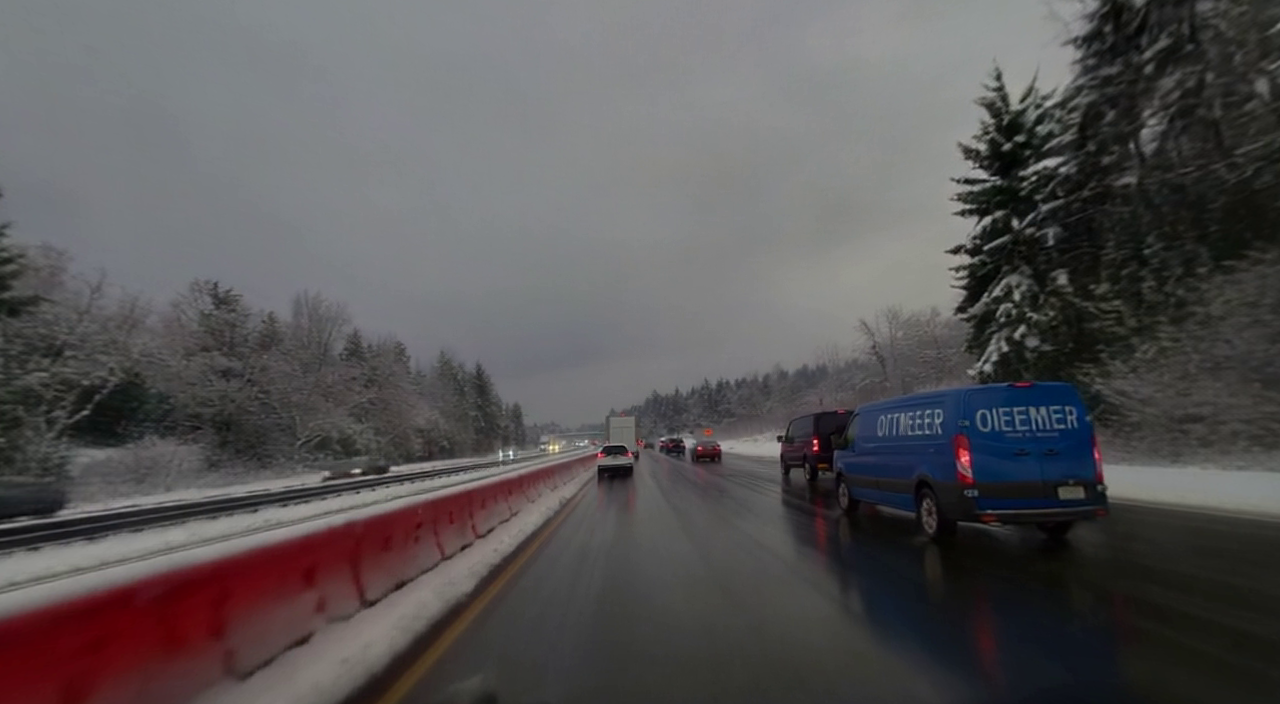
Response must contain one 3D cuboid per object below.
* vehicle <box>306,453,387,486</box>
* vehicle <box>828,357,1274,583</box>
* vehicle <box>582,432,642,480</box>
[{"bbox_3d":[-15.658,6.272,33.889,1.990,1.502,4.966,0,-8,0],"label":"vehicle"},{"bbox_3d":[4.484,1.408,8.290,2.223,2.008,5.121,0,-8,-3],"label":"vehicle"},{"bbox_3d":[-1.039,3.906,23.931,2.100,1.636,3.620,0,-8,-2],"label":"vehicle"}]
